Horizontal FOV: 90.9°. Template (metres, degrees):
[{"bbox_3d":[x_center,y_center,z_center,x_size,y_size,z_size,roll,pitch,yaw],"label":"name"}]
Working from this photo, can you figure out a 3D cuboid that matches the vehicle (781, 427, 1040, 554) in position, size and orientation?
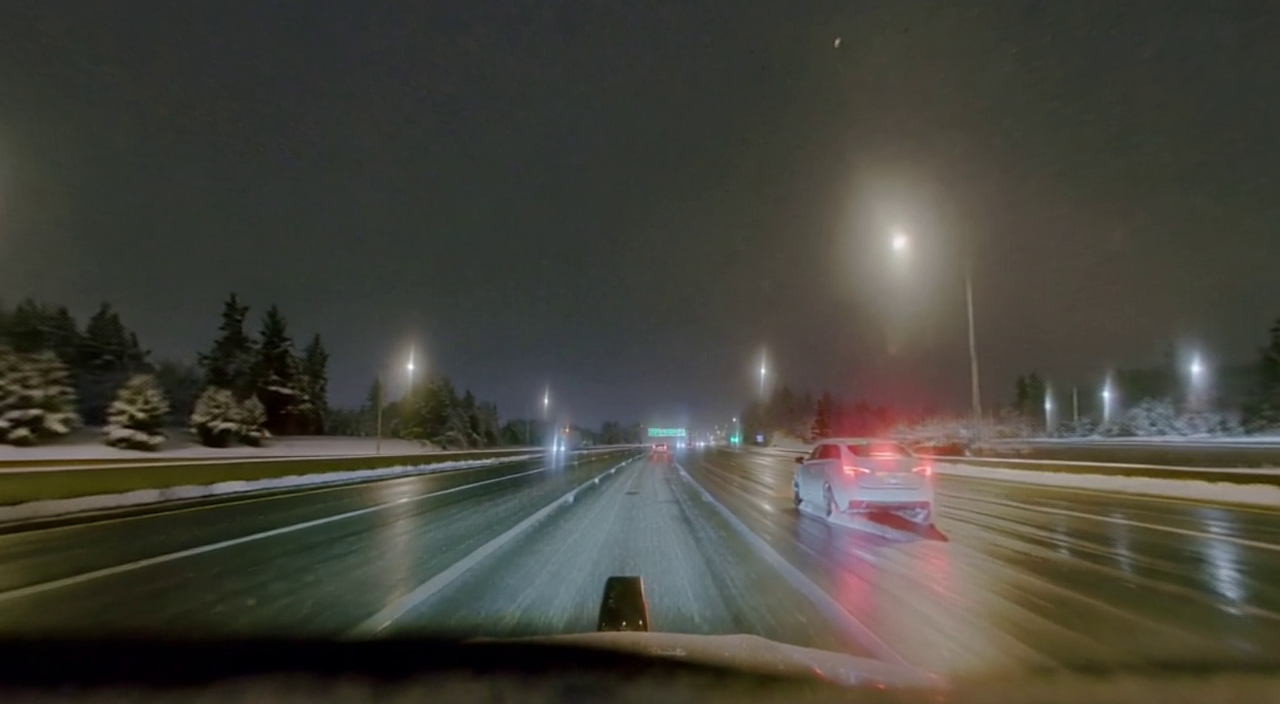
[{"bbox_3d":[3.766,2.005,9.929,1.999,1.492,4.673,0,-8,0],"label":"vehicle"}]
